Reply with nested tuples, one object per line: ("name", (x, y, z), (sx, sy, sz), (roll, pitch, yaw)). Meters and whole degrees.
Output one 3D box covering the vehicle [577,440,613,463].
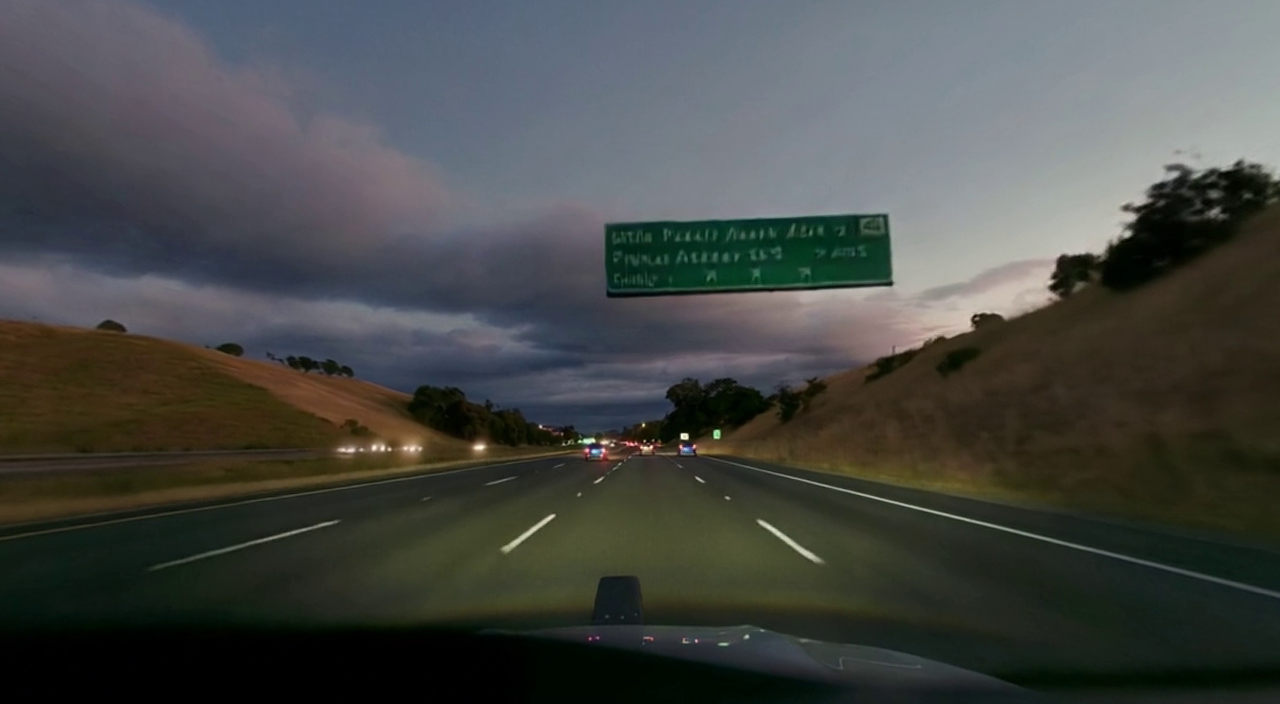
("vehicle", (-3.215, 7.191, 45.592), (2.159, 1.562, 4.441), (0, -8, 1))
